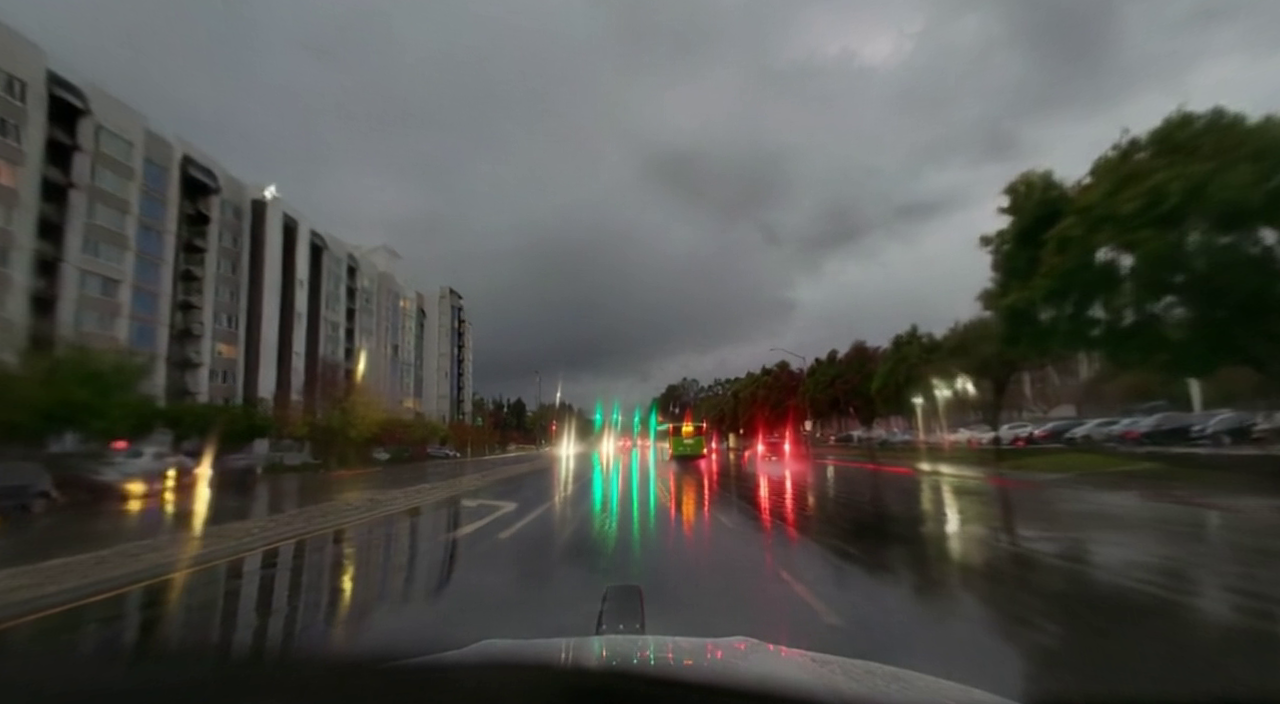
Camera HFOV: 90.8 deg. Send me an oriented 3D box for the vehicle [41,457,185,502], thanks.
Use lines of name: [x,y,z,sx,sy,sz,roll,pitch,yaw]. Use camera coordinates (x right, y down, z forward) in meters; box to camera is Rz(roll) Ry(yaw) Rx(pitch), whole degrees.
vehicle: [-18.900,4.558,22.970,1.685,1.426,4.247,0,-9,-2]

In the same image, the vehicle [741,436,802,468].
vehicle: [6.520,5.026,31.846,1.992,1.447,4.414,0,-9,-2]

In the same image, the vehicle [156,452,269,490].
vehicle: [-18.720,5.196,27.962,1.861,1.499,4.605,0,-9,-1]
